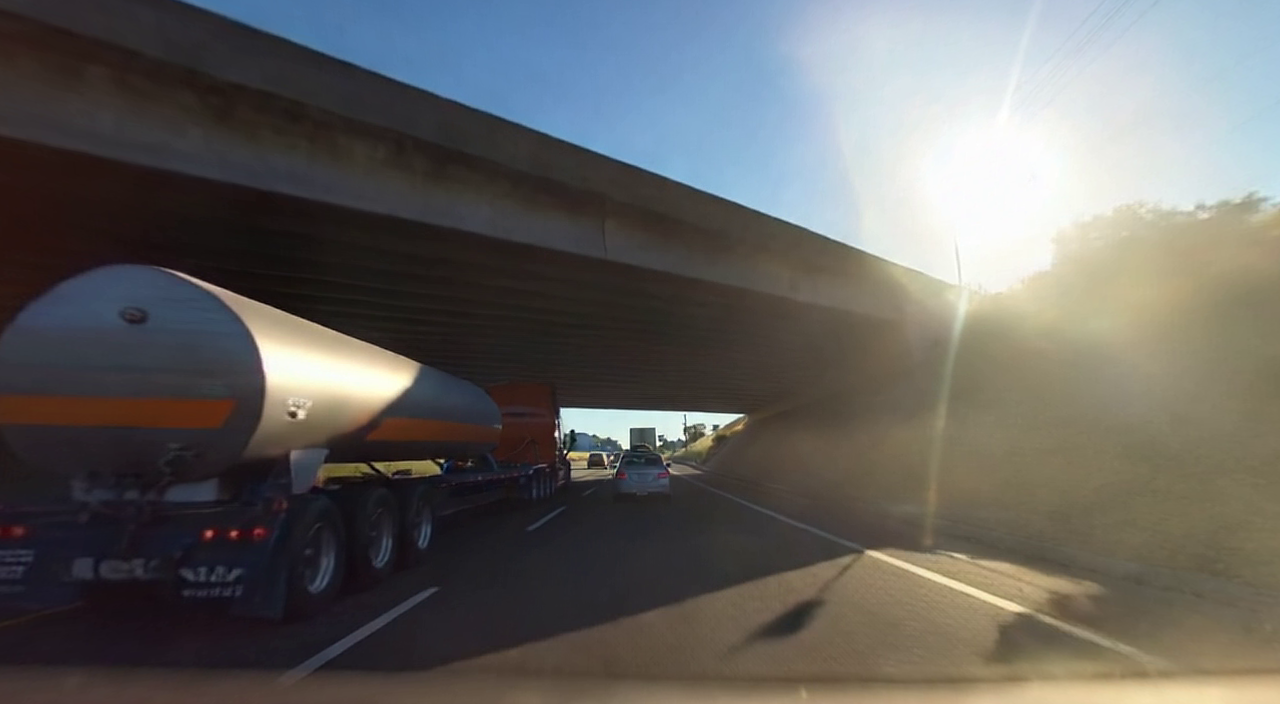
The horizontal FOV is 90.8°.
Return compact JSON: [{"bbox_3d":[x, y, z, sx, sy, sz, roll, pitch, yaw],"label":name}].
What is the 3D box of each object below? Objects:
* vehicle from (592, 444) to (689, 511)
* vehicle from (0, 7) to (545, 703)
[{"bbox_3d":[0.008,3.193,16.585,2.215,1.481,4.246,0,-9,0],"label":"vehicle"},{"bbox_3d":[-4.044,1.237,9.945,2.896,3.563,14.643,0,-9,0],"label":"vehicle"}]
